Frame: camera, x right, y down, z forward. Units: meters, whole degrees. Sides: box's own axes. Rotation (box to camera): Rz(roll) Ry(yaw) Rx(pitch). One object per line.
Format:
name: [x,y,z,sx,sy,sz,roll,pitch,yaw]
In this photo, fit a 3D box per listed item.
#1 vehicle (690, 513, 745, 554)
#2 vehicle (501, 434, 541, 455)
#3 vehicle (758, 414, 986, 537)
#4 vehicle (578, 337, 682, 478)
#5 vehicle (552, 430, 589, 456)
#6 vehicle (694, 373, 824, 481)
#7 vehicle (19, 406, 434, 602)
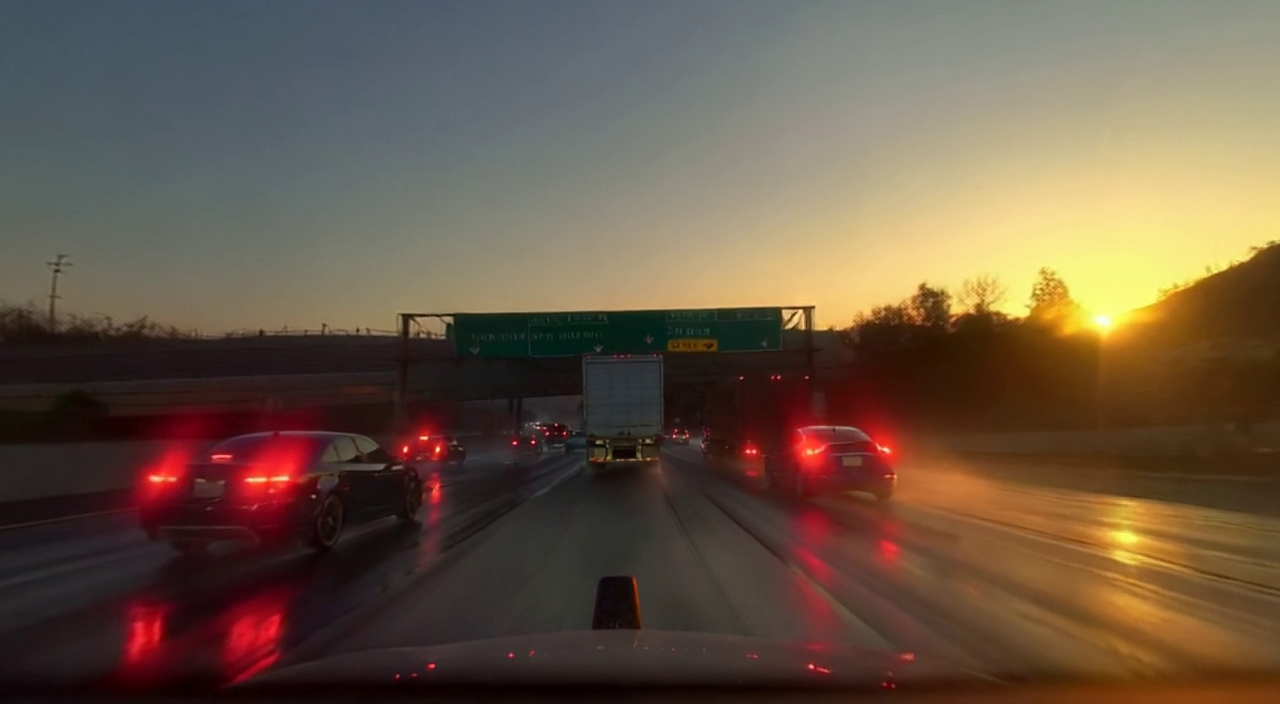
vehicle: [4.577,10.833,37.697,2.835,2.000,2.696,0,-7,-2]
vehicle: [-8.529,6.666,45.491,2.019,1.471,4.347,0,-8,0]
vehicle: [3.270,1.810,9.889,1.976,1.513,4.065,0,-8,-1]
vehicle: [-0.421,2.223,22.953,2.938,4.033,9.980,0,-8,-2]
vehicle: [-4.557,6.065,41.854,1.986,1.612,4.155,0,-8,0]
vehicle: [4.939,3.786,30.030,2.863,3.936,14.058,0,-9,-3]
vehicle: [-3.828,1.430,6.817,1.882,1.493,3.828,0,-8,0]
